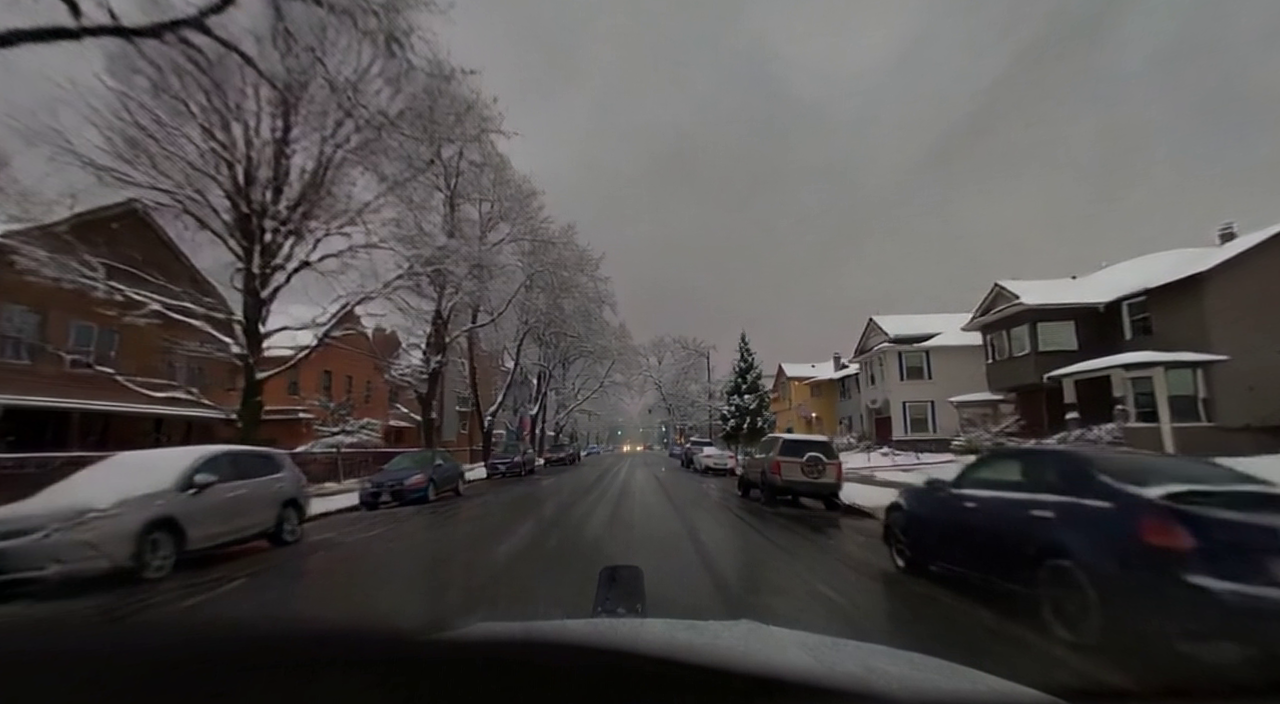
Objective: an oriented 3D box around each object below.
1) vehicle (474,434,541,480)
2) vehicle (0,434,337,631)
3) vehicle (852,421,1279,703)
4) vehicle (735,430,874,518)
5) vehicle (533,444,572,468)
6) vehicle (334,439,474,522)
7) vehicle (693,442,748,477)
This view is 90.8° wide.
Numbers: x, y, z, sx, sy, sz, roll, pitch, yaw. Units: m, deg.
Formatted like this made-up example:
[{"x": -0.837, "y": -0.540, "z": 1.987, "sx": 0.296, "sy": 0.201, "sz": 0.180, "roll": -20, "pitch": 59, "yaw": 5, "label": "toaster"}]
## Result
[{"x": -5.984, "y": 4.813, "z": 29.038, "sx": 2.106, "sy": 1.760, "sz": 4.573, "roll": -4, "pitch": -9, "yaw": -2, "label": "vehicle"}, {"x": -5.772, "y": 1.859, "z": 7.657, "sx": 1.947, "sy": 1.551, "sz": 4.552, "roll": -4, "pitch": -7, "yaw": 1, "label": "vehicle"}, {"x": 3.485, "y": 1.388, "z": 5.065, "sx": 1.881, "sy": 1.482, "sz": 4.531, "roll": 0, "pitch": -9, "yaw": -2, "label": "vehicle"}, {"x": 3.479, "y": 2.667, "z": 14.336, "sx": 1.950, "sy": 1.647, "sz": 4.425, "roll": 0, "pitch": -9, "yaw": 0, "label": "vehicle"}, {"x": -5.831, "y": 6.950, "z": 42.518, "sx": 1.998, "sy": 1.485, "sz": 4.476, "roll": 0, "pitch": -9, "yaw": 0, "label": "vehicle"}, {"x": -5.893, "y": 3.183, "z": 16.396, "sx": 1.901, "sy": 1.475, "sz": 4.425, "roll": -5, "pitch": -5, "yaw": 0, "label": "vehicle"}, {"x": 3.658, "y": 4.981, "z": 29.570, "sx": 1.968, "sy": 1.505, "sz": 4.368, "roll": 0, "pitch": -9, "yaw": 0, "label": "vehicle"}]
